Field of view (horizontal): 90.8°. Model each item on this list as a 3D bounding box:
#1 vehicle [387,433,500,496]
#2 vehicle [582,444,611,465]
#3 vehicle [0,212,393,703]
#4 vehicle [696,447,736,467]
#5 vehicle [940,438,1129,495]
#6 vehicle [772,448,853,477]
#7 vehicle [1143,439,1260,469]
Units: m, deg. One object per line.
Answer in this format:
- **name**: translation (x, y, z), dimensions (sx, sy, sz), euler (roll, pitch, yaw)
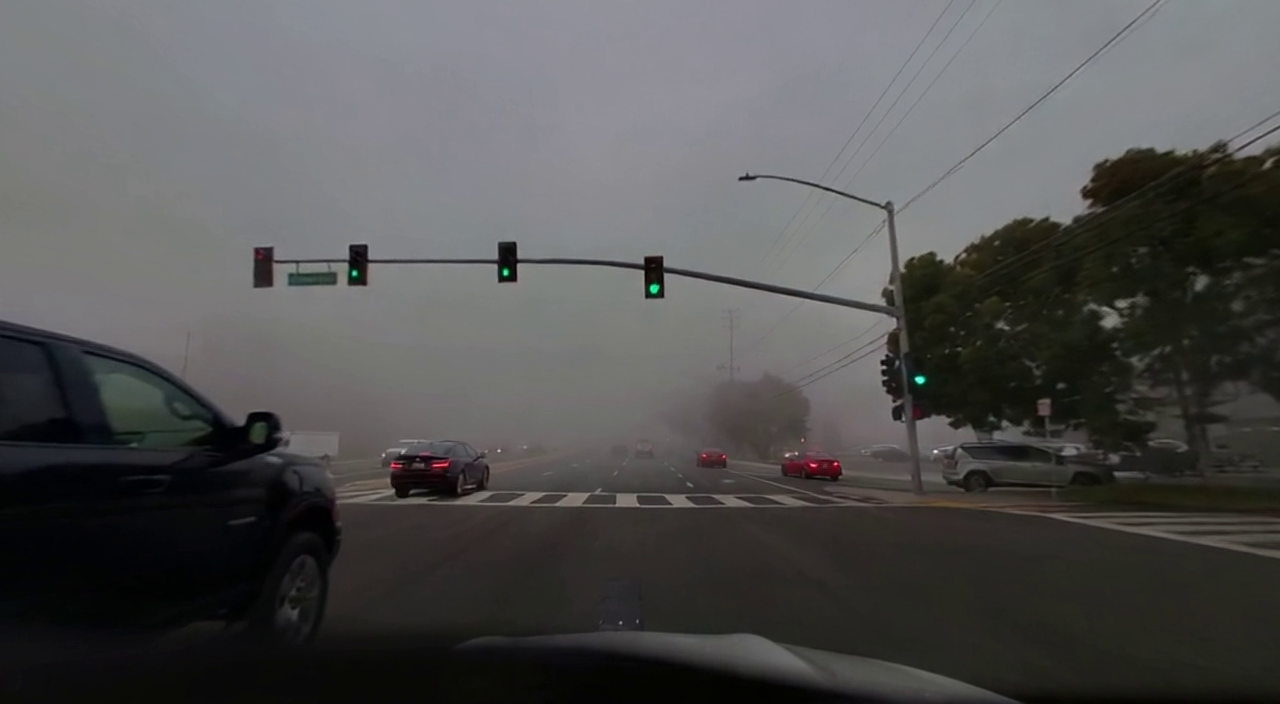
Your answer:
- **vehicle**: translation (-6.374, 3.708, 21.177), dimensions (2.169, 1.865, 4.739), euler (0, -9, 1)
- **vehicle**: translation (-3.315, 7.954, 49.114), dimensions (2.002, 1.494, 4.322), euler (0, -9, 0)
- **vehicle**: translation (-3.126, 0.561, 1.656), dimensions (2.467, 1.991, 6.089), euler (0, -9, 0)
- **vehicle**: translation (5.771, 8.020, 48.559), dimensions (2.071, 1.435, 4.226), euler (1, -9, -6)
- **vehicle**: translation (13.582, 3.904, 22.012), dimensions (5.106, 1.735, 2.150), euler (-8, -12, 44)
- **vehicle**: translation (9.244, 5.954, 34.238), dimensions (1.840, 1.428, 4.602), euler (3, -9, -20)
- **vehicle**: translation (32.481, 5.918, 36.741), dimensions (1.833, 1.587, 4.653), euler (3, -9, -21)
